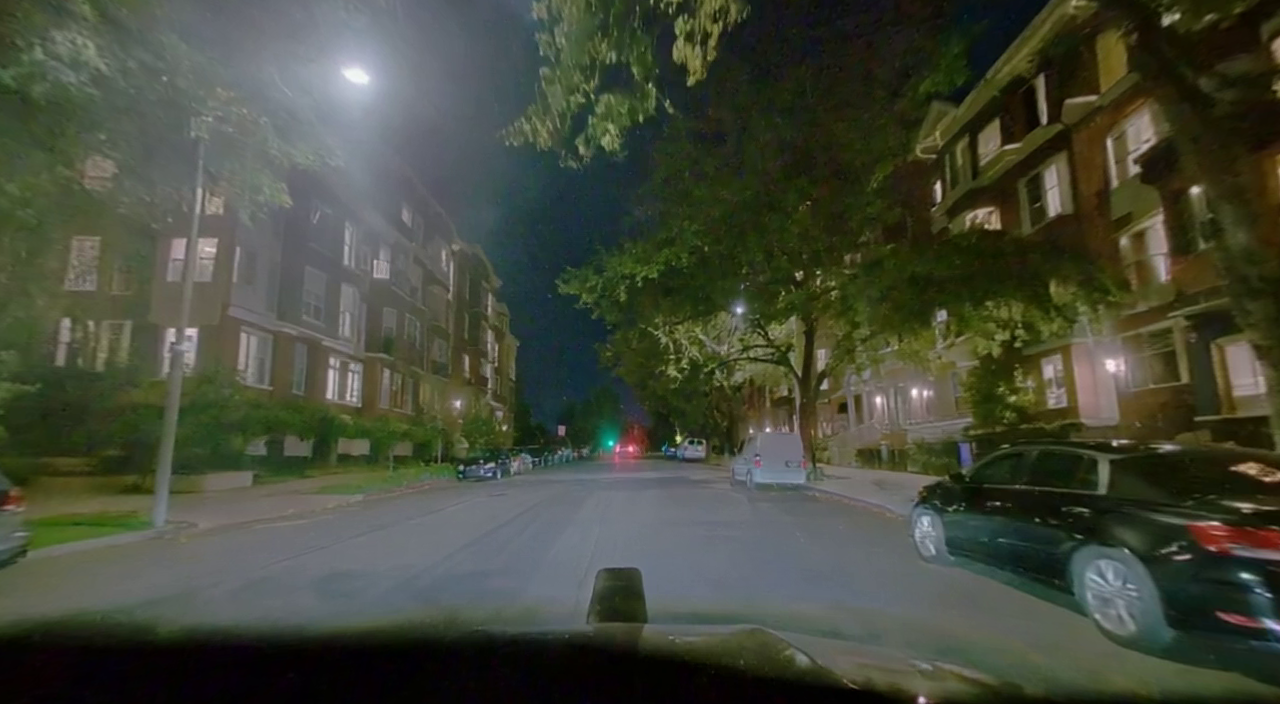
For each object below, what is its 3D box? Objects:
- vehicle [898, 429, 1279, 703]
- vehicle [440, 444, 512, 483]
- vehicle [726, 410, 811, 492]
[{"bbox_3d":[4.086,1.435,5.214,2.047,1.473,4.702,0,-8,2],"label":"vehicle"},{"bbox_3d":[-7.015,4.833,27.429,2.003,1.501,4.779,-1,-9,-2],"label":"vehicle"},{"bbox_3d":[4.091,3.209,20.400,2.158,2.478,2.078,-1,-10,-2],"label":"vehicle"}]
